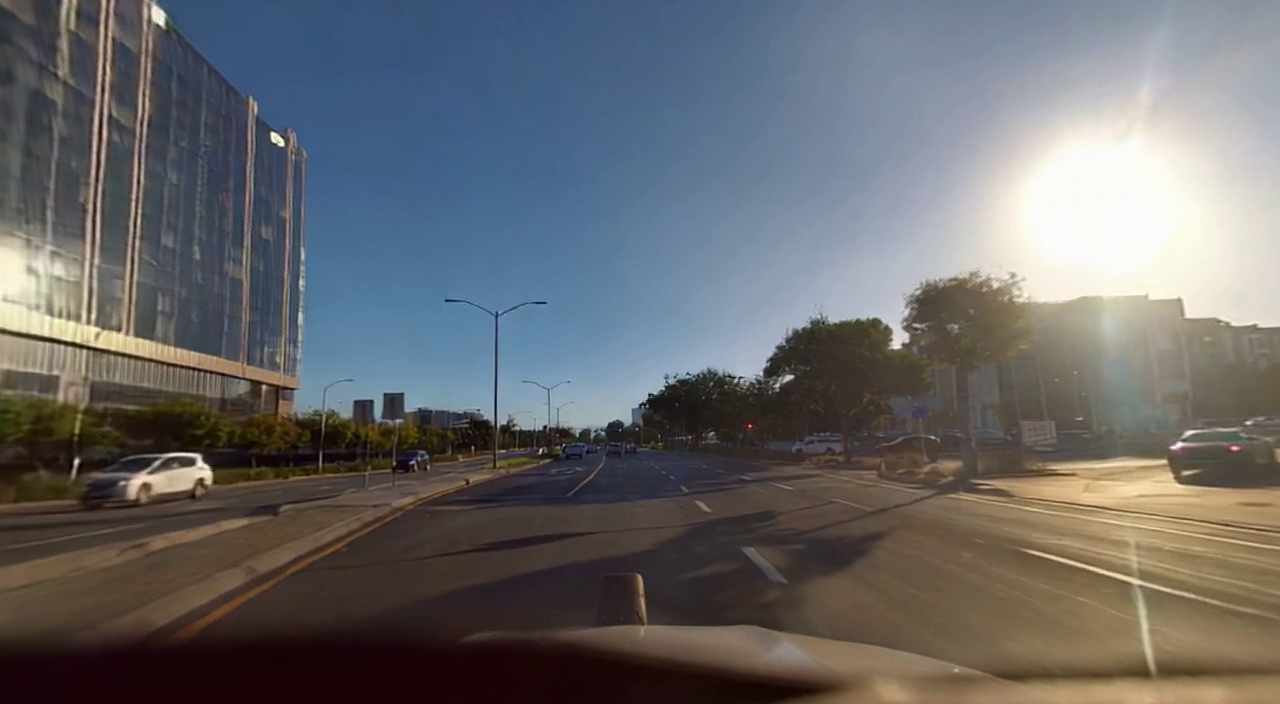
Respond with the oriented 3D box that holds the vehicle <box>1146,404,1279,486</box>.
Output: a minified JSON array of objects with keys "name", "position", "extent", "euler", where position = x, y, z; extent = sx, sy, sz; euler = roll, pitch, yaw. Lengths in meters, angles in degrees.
[{"name":"vehicle","position":[22.225,3.494,24.180],"extent":[5.332,2.719,2.336],"euler":[2,-9,-30]}]

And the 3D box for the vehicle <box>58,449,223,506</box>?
[{"name":"vehicle","position":[-18.479,4.618,23.780],"extent":[2.284,1.801,4.822],"euler":[-2,-9,0]}]

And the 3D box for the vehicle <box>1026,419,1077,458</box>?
[{"name":"vehicle","position":[25.205,5.355,38.800],"extent":[1.246,2.287,2.709],"euler":[-1,-9,2]}]

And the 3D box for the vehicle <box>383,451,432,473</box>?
[{"name":"vehicle","position":[-17.944,8.504,49.019],"extent":[2.039,1.466,4.783],"euler":[-1,-9,-1]}]
